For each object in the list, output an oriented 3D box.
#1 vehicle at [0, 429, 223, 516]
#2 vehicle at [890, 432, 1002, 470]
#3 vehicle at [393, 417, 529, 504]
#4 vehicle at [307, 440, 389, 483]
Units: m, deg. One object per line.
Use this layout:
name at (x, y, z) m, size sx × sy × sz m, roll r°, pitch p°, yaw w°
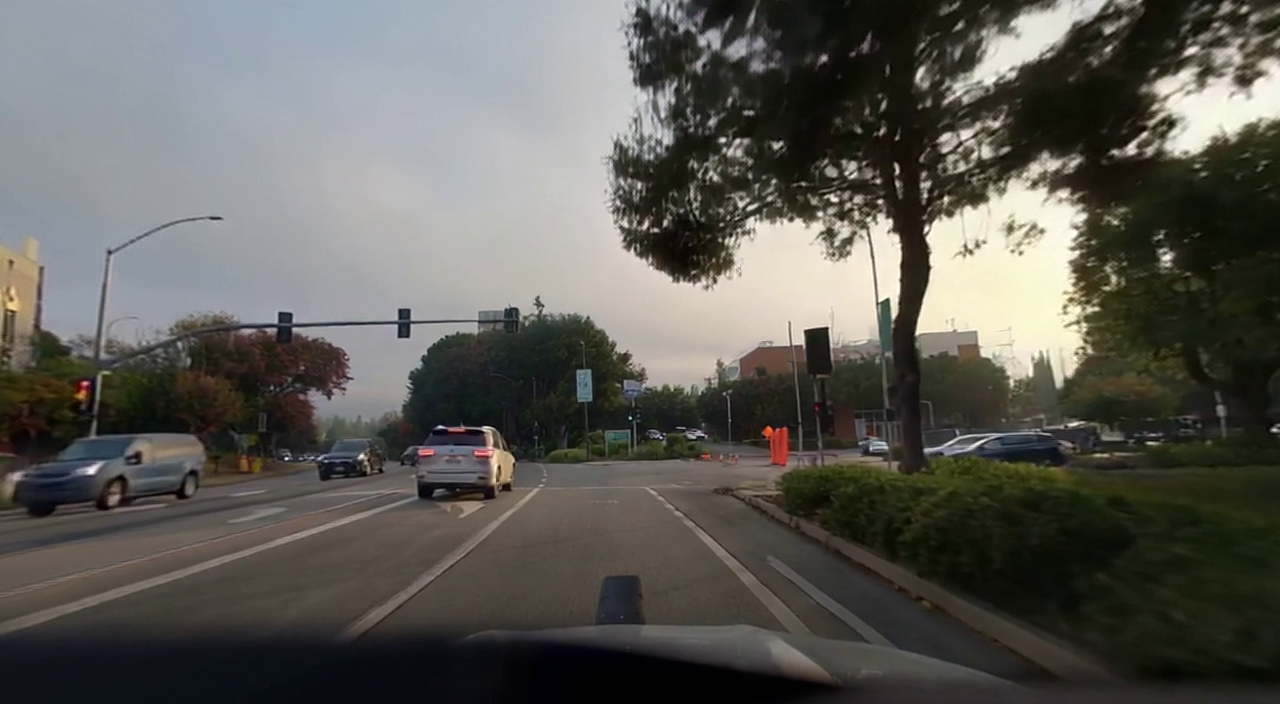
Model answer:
vehicle at (-15.806, 3.573, 19.430) m, size 2.555 × 2.199 × 5.958 m, roll 1°, pitch -9°, yaw -9°
vehicle at (15.390, 5.020, 32.093) m, size 4.857 × 1.803 × 2.147 m, roll -3°, pitch -9°, yaw 21°
vehicle at (-4.184, 2.644, 15.773) m, size 2.134 × 1.799 × 5.082 m, roll 0°, pitch -9°, yaw -3°
vehicle at (-13.228, 4.948, 28.967) m, size 2.433 × 1.784 × 4.681 m, roll 2°, pitch -9°, yaw -13°
